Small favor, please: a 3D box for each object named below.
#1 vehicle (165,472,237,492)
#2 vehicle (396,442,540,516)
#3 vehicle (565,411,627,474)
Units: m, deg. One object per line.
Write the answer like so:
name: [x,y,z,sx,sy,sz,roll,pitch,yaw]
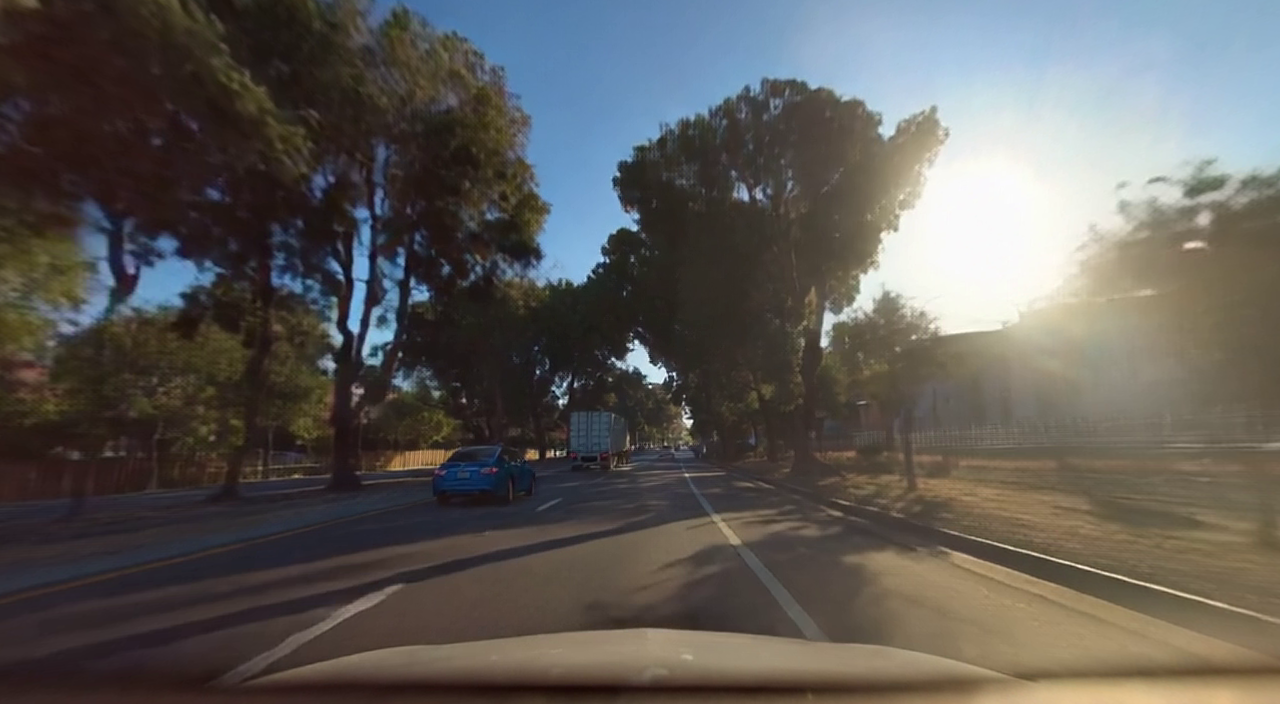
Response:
vehicle: [-33.724,9.988,48.516,3.992,1.467,2.092,-1,-11,4]
vehicle: [-3.815,2.879,14.869,2.005,1.462,4.345,-1,-9,2]
vehicle: [-2.424,5.452,37.787,2.746,3.276,8.572,-1,-9,2]
